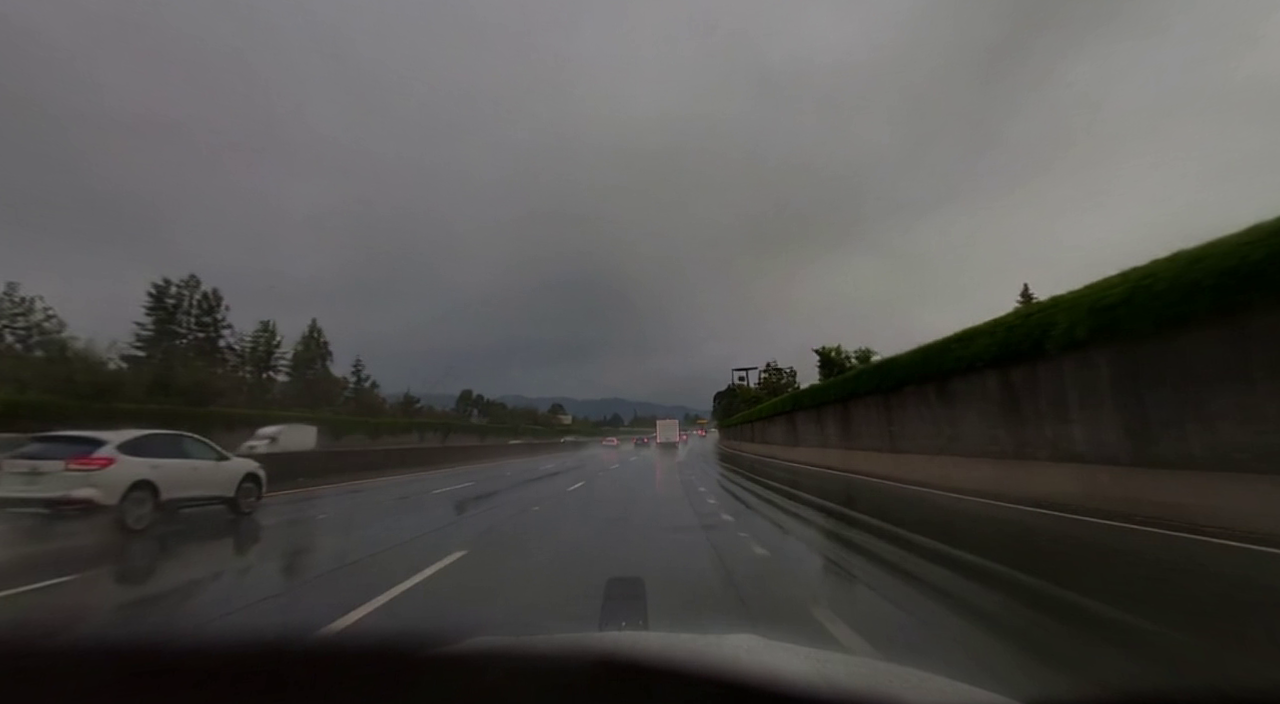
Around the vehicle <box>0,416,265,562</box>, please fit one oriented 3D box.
[{"bbox_3d":[-7.461,1.694,8.396,1.914,1.478,4.741,0,-8,1],"label":"vehicle"}]
